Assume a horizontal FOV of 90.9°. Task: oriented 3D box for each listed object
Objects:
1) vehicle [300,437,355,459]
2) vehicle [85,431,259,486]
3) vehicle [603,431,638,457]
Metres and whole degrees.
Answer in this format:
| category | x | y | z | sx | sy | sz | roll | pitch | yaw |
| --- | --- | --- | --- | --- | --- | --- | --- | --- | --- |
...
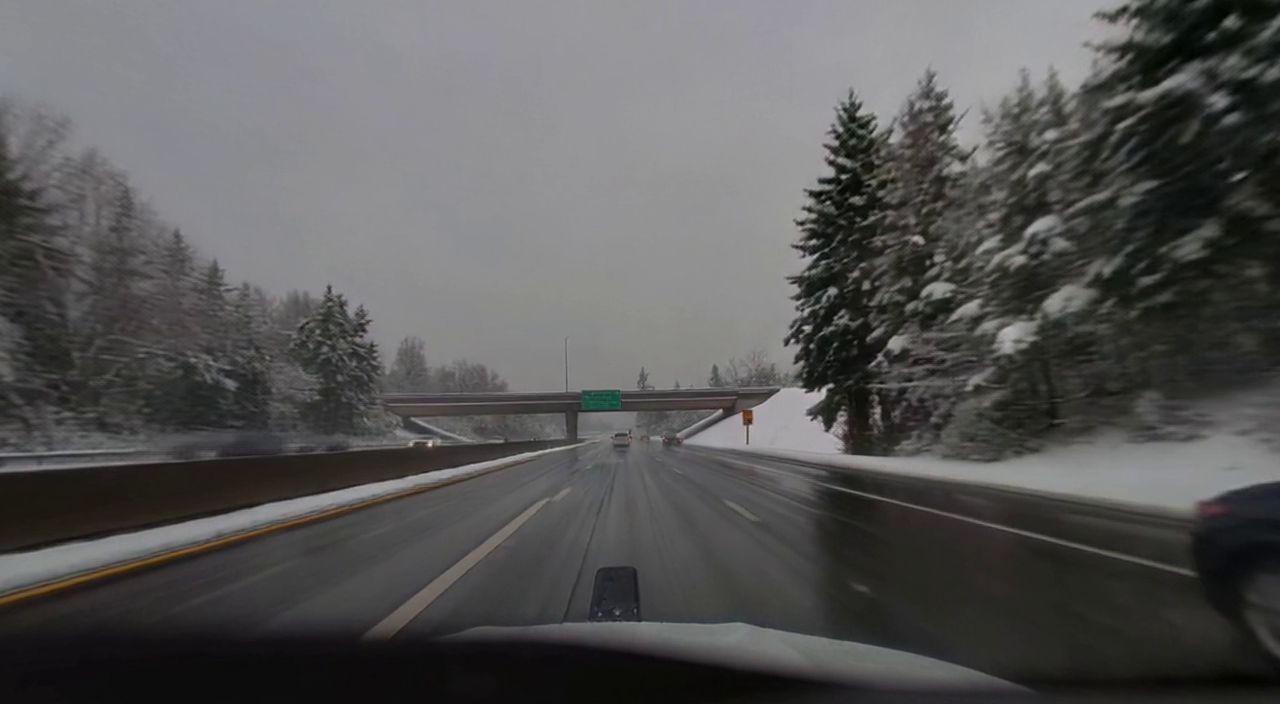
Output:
| category | x | y | z | sx | sy | sz | roll | pitch | yaw |
| --- | --- | --- | --- | --- | --- | --- | --- | --- | --- |
| vehicle | -21.825 | 6.709 | 44.213 | 1.765 | 1.443 | 4.424 | 0 | -8 | -2 |
| vehicle | -13.737 | 3.125 | 18.938 | 1.847 | 1.443 | 4.446 | 0 | -8 | -1 |
| vehicle | -1.174 | 5.516 | 37.983 | 1.987 | 1.440 | 3.565 | 0 | -8 | -2 |
